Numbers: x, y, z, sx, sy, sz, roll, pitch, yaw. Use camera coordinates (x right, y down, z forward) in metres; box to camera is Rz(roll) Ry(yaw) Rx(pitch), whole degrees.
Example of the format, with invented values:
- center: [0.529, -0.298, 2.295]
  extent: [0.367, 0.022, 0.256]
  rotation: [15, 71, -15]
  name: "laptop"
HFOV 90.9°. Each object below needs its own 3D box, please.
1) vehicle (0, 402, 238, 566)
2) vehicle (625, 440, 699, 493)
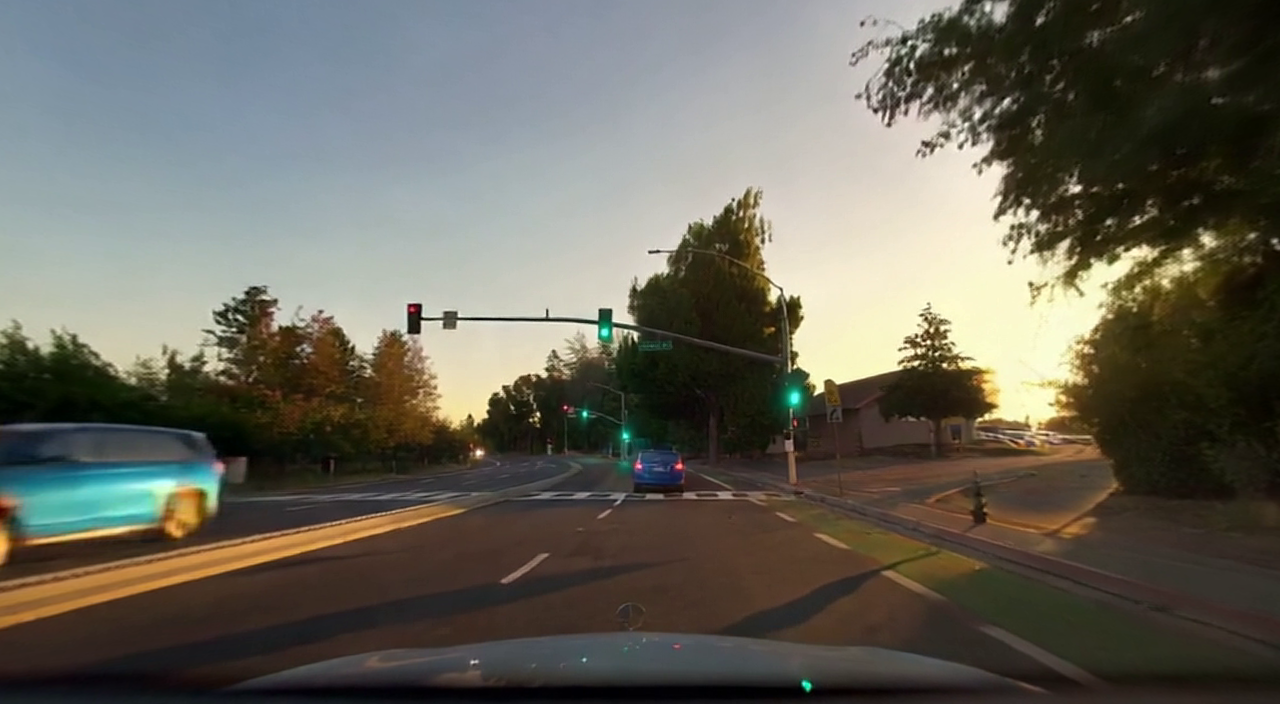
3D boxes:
- center: [-8.553, 1.736, 8.659]
  extent: [2.150, 1.927, 5.209]
  rotation: [-1, -8, 7]
  name: "vehicle"
- center: [0.604, 3.629, 20.414]
  extent: [2.148, 1.521, 4.089]
  rotation: [0, -8, -1]
  name: "vehicle"
